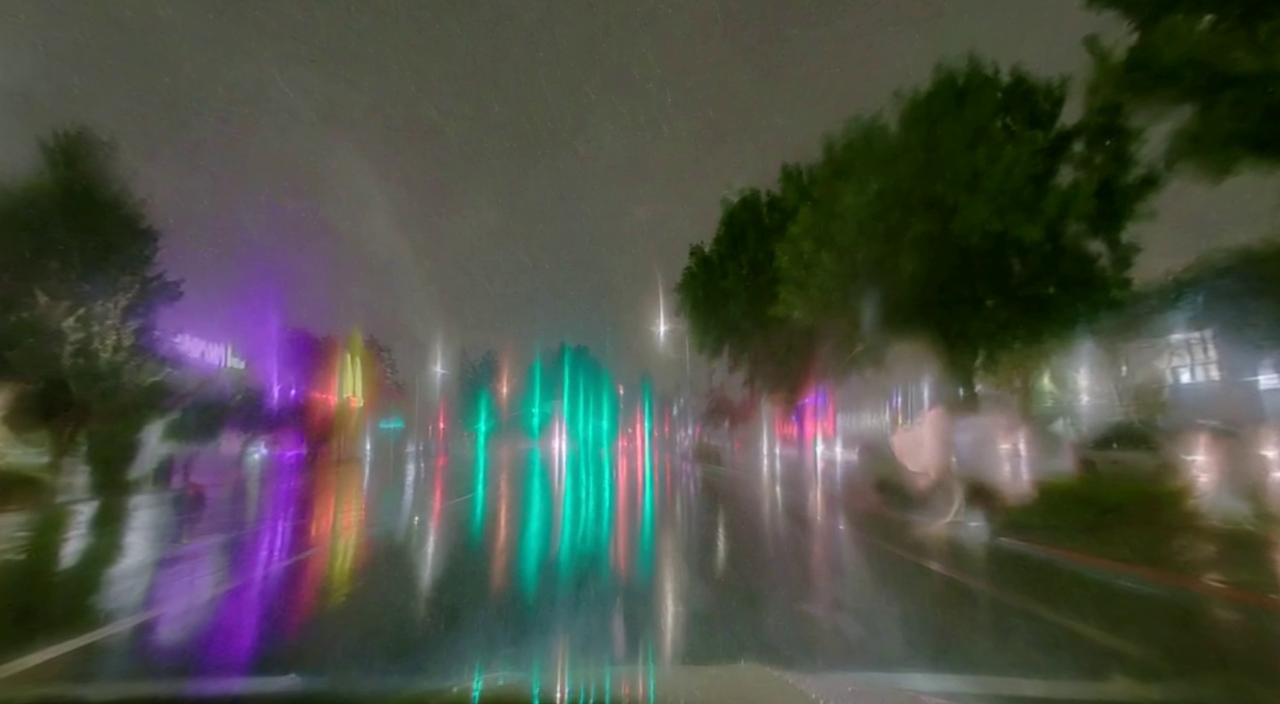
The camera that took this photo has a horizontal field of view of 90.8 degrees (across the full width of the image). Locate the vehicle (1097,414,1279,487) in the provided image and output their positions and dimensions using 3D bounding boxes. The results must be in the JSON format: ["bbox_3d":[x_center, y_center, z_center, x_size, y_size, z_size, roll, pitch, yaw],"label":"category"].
[{"bbox_3d":[14.418,2.411,15.634,4.644,1.657,2.072,0,-8,-3],"label":"vehicle"}]

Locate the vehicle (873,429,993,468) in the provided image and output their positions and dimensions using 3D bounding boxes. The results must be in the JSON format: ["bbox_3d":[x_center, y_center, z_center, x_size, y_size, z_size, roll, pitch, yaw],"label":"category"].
[{"bbox_3d":[13.604,4.488,29.513,4.538,1.433,2.023,-3,-7,-4],"label":"vehicle"}]

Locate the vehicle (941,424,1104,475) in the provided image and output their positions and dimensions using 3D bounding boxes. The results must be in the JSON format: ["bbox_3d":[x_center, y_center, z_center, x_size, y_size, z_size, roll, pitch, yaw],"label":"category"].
[{"bbox_3d":[14.354,3.669,23.909,4.722,1.483,2.119,-4,-8,-3],"label":"vehicle"}]
